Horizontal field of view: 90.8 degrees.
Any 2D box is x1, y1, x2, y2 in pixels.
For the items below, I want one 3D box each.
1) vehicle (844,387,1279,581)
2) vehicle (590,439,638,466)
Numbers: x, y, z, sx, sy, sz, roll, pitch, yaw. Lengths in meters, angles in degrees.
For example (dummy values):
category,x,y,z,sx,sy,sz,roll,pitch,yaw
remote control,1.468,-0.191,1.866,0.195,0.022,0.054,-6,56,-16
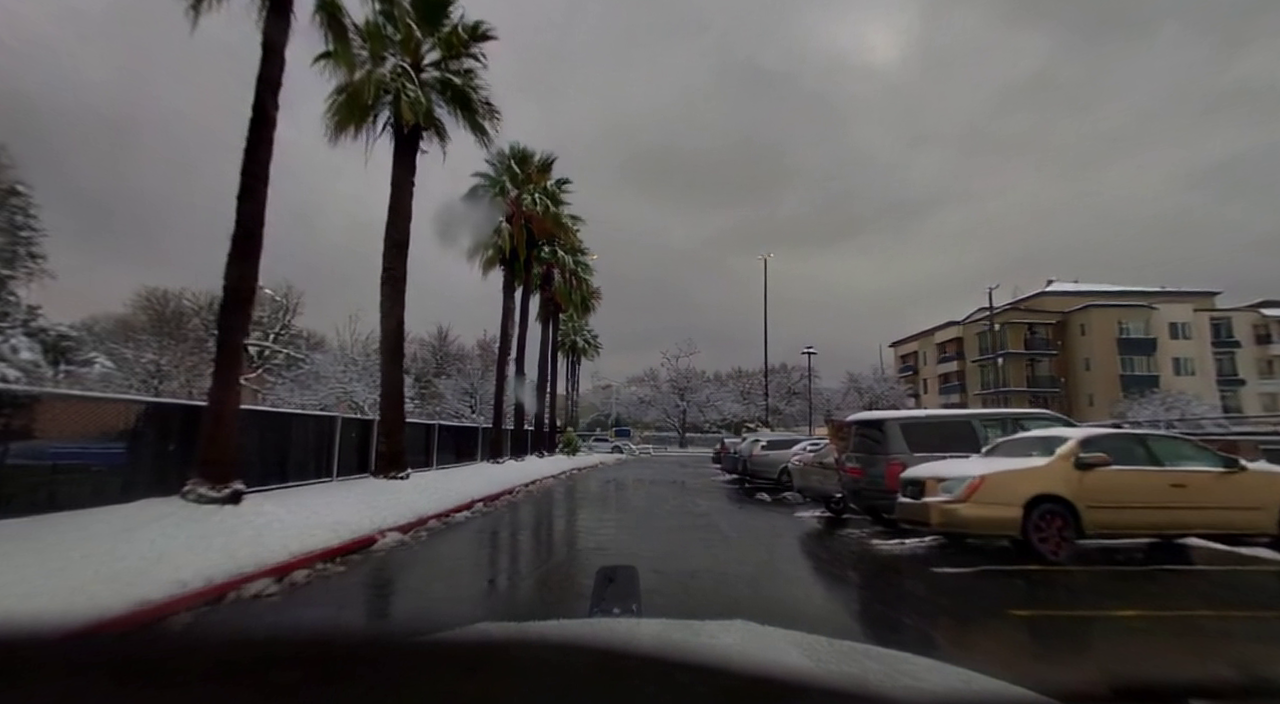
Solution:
category,x,y,z,sx,sy,sz,roll,pitch,yaw
vehicle,5.039,1.501,7.464,4.609,1.734,1.909,3,-8,1
vehicle,-1.982,7.483,47.274,2.073,1.791,4.365,7,-9,-23
